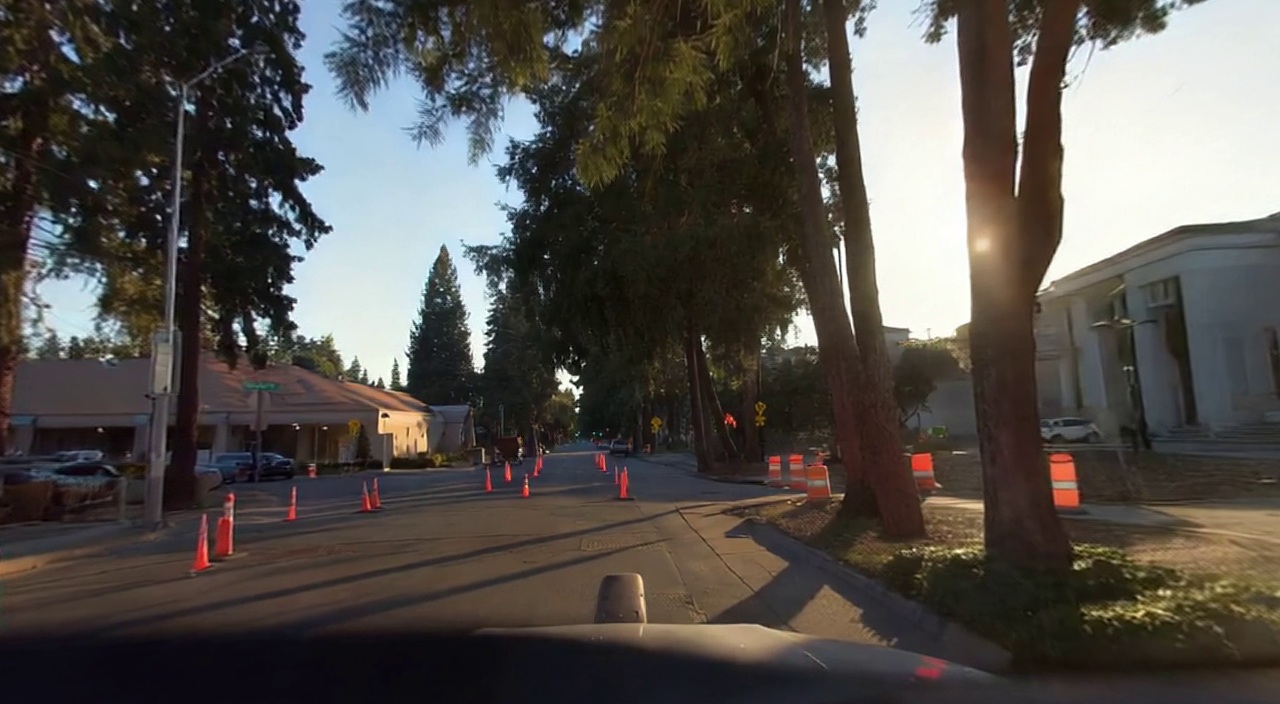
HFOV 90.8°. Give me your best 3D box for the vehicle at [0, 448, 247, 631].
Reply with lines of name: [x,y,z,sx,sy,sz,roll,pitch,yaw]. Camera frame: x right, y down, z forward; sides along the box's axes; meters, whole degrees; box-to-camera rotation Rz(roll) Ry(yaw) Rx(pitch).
vehicle: [-7.610,1.849,6.378,2.961,1.701,7.563,1,-8,-5]
